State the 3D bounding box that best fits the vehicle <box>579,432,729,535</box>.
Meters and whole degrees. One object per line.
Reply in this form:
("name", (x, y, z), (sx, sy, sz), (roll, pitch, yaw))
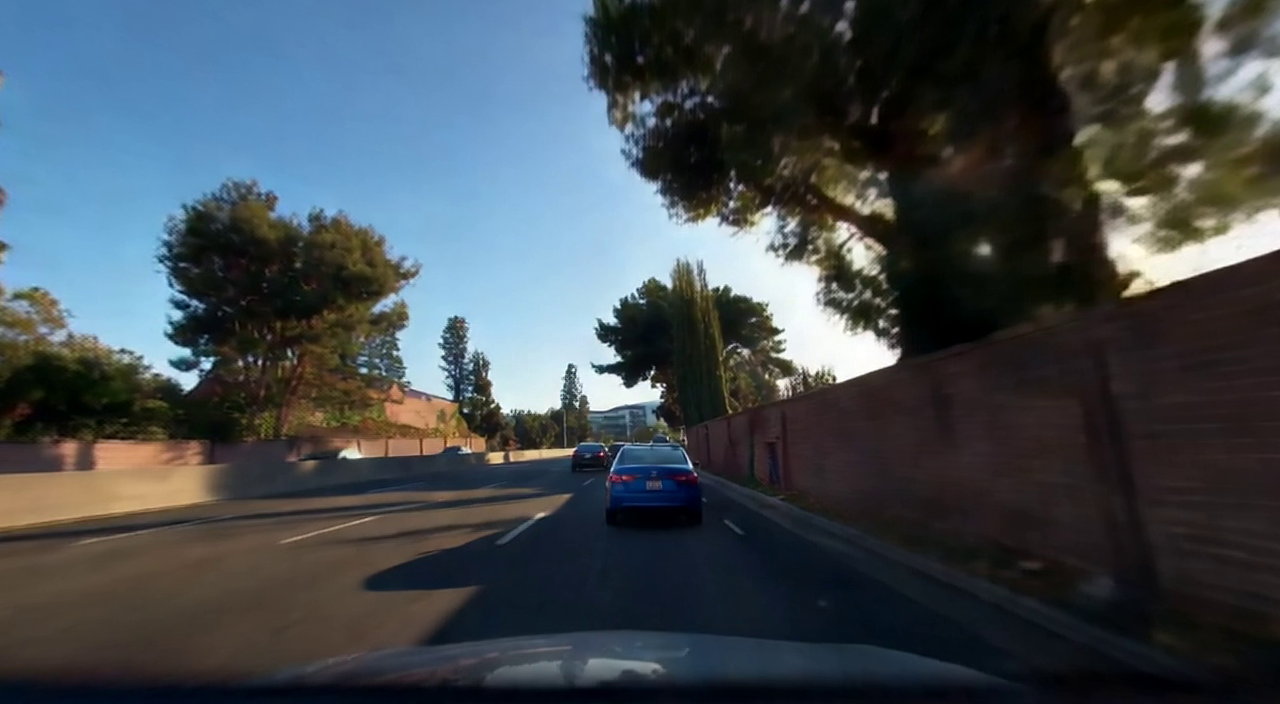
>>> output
("vehicle", (0.175, 2.259, 11.524), (2.205, 1.509, 4.272), (0, -8, -1))
